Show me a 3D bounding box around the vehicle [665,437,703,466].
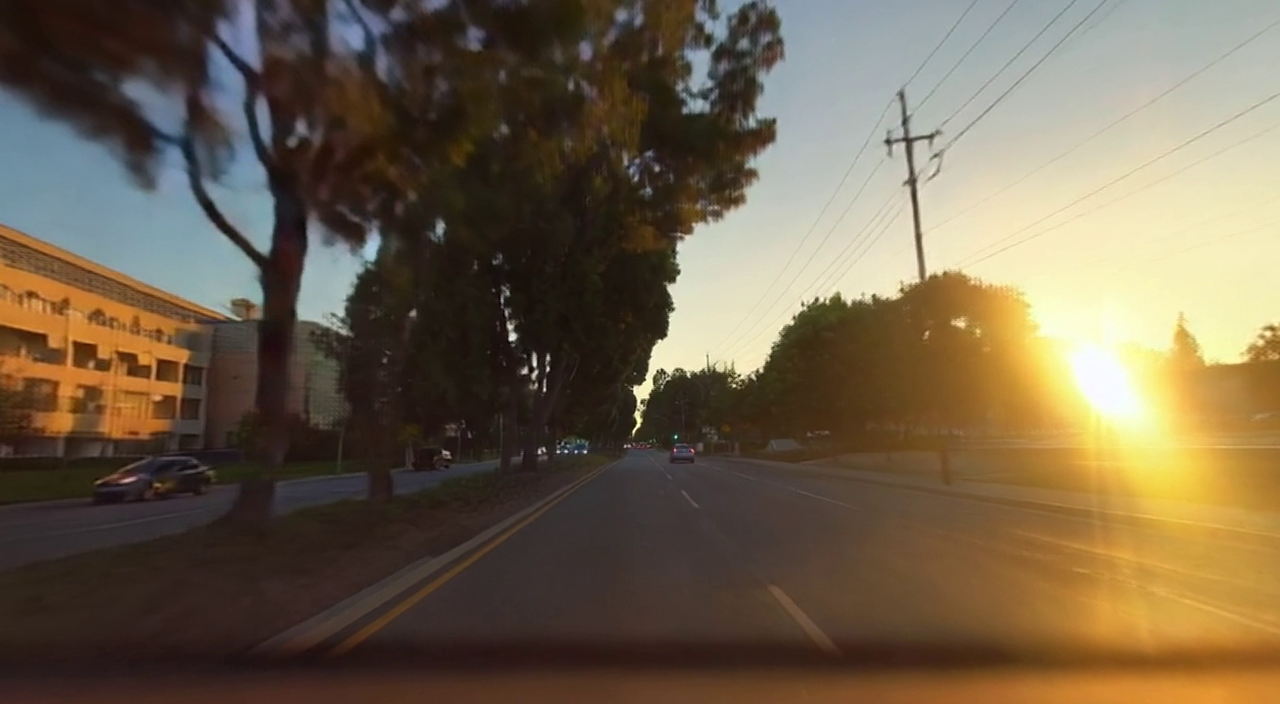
[{"bbox_3d":[2.867,6.698,42.773,2.085,1.828,5.383,0,-8,-1],"label":"vehicle"}]

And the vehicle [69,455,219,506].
[{"bbox_3d":[-16.774,4.331,21.667,1.857,1.519,3.969,0,-8,1],"label":"vehicle"}]
